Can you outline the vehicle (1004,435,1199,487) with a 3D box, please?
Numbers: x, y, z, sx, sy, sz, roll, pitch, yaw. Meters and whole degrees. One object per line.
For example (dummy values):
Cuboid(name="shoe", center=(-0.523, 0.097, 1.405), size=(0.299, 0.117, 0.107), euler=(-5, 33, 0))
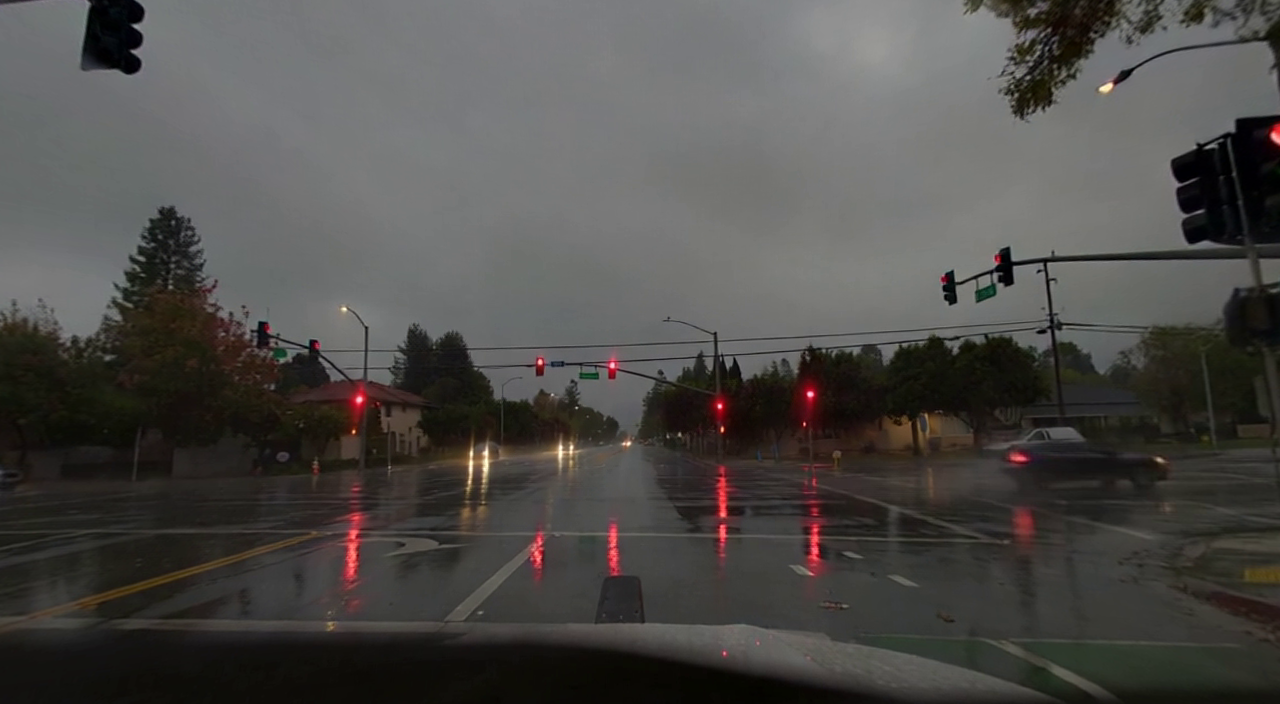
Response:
Cuboid(name="vehicle", center=(15.016, 3.577, 20.820), size=(4.734, 1.585, 1.940), euler=(-1, -8, 5))
